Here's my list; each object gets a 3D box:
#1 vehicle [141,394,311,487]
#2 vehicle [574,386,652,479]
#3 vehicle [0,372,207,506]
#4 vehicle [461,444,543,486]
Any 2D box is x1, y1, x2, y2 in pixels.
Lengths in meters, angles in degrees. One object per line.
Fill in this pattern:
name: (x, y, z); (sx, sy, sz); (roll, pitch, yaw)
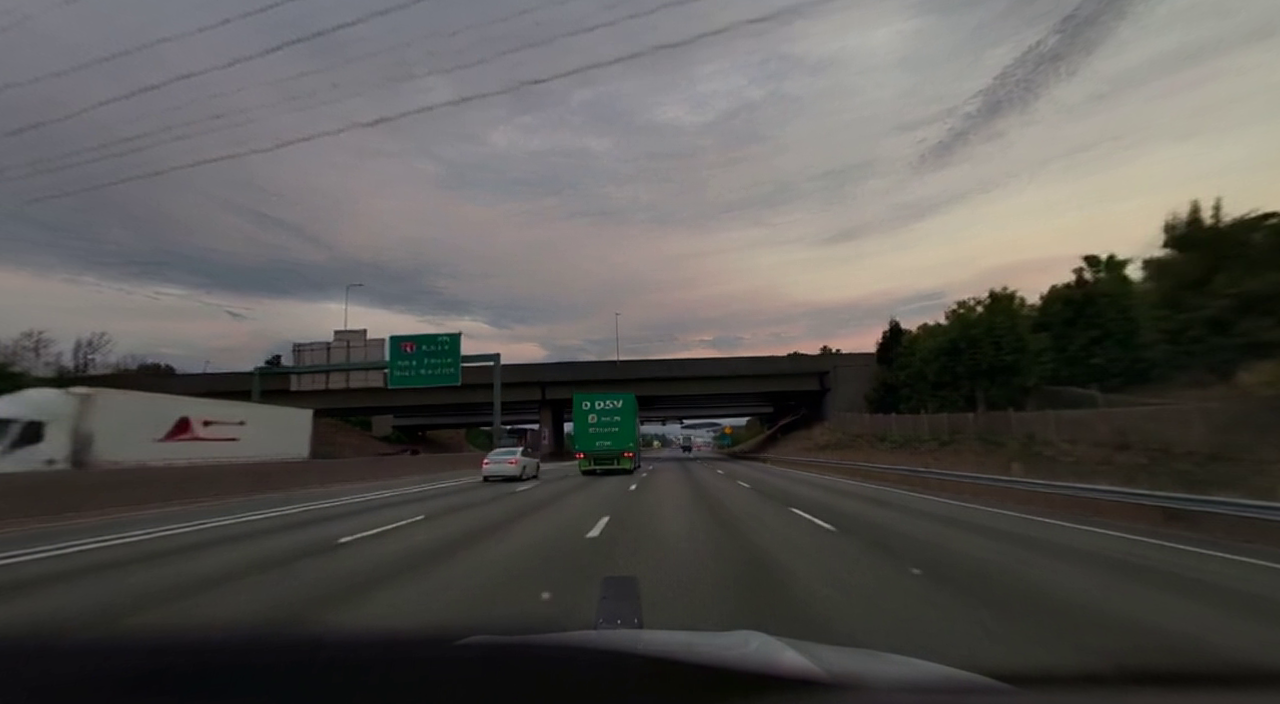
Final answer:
vehicle: (-20.643, 4.568, 32.195); (2.818, 4.103, 8.096); (-1, -9, 2)
vehicle: (-1.067, 4.426, 33.559); (3.025, 4.002, 12.709); (-1, -9, 3)
vehicle: (-21.097, 3.234, 22.889); (2.942, 4.086, 10.219); (-1, -9, 2)
vehicle: (-5.288, 4.371, 24.732); (1.958, 1.467, 4.737); (-1, -9, 3)
